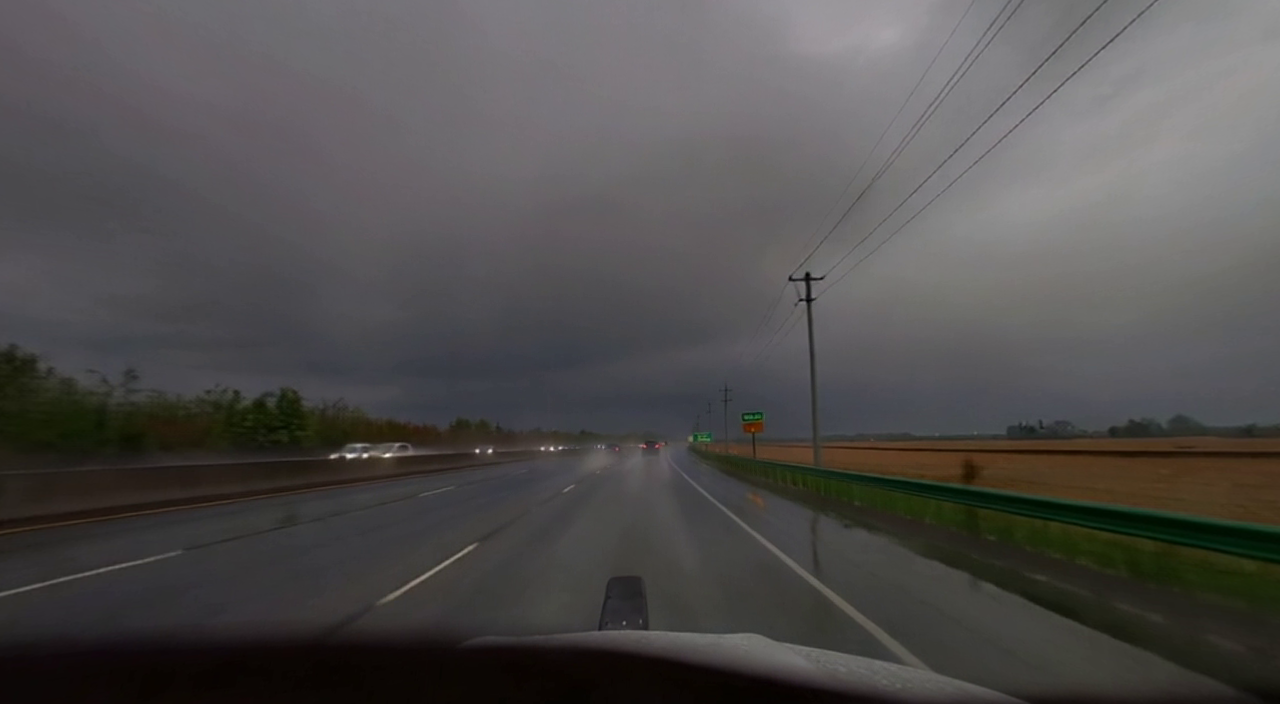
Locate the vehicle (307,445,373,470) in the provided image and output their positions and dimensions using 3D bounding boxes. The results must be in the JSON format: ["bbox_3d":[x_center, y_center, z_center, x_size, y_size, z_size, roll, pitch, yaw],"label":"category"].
[{"bbox_3d":[-19.816,6.969,41.751,2.156,1.525,4.354,0,-8,1],"label":"vehicle"}]

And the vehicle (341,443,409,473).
[{"bbox_3d":[-15.727,6.283,37.605,1.947,1.646,4.630,0,-8,1],"label":"vehicle"}]
